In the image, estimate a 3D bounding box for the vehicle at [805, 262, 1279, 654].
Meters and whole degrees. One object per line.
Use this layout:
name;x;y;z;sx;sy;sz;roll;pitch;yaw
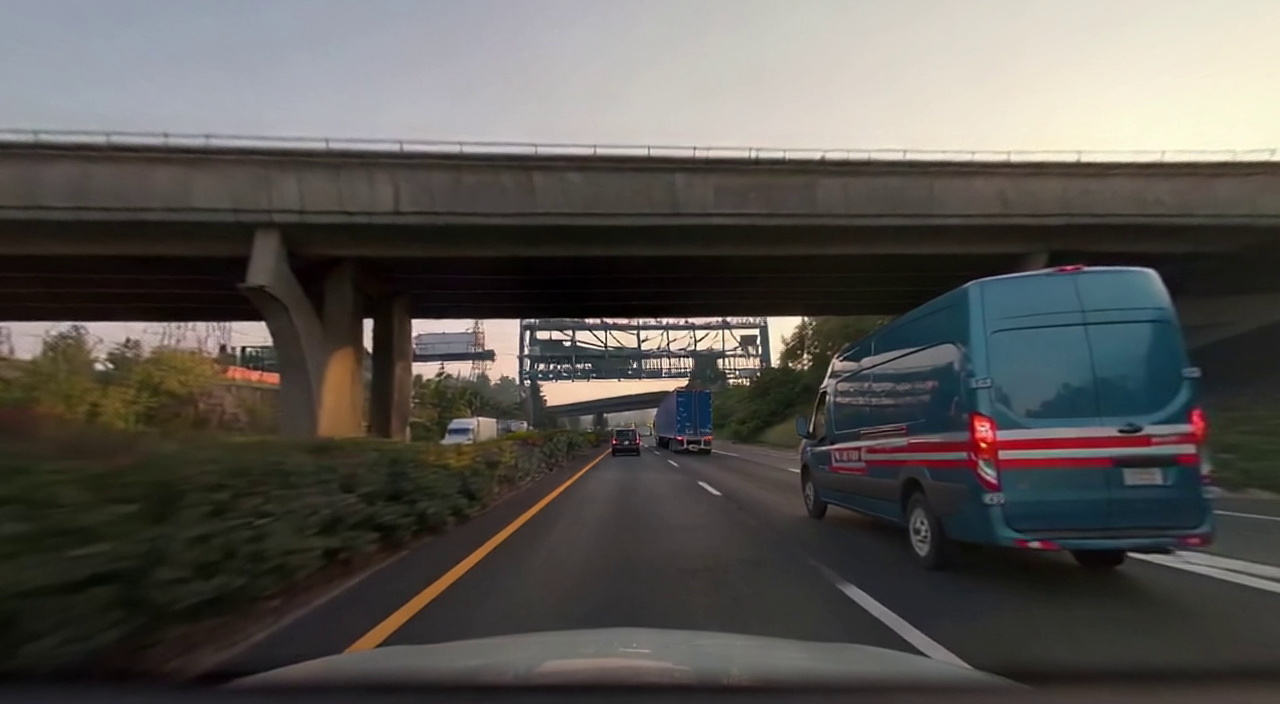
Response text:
vehicle;3.798;1.004;6.782;2.387;2.506;5.374;0;-8;-2

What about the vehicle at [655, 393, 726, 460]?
vehicle;3.067;5.260;43.399;3.096;3.759;15.119;0;-8;-2

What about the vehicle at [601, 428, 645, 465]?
vehicle;-0.874;4.748;31.916;2.073;1.750;4.116;0;-8;-2
